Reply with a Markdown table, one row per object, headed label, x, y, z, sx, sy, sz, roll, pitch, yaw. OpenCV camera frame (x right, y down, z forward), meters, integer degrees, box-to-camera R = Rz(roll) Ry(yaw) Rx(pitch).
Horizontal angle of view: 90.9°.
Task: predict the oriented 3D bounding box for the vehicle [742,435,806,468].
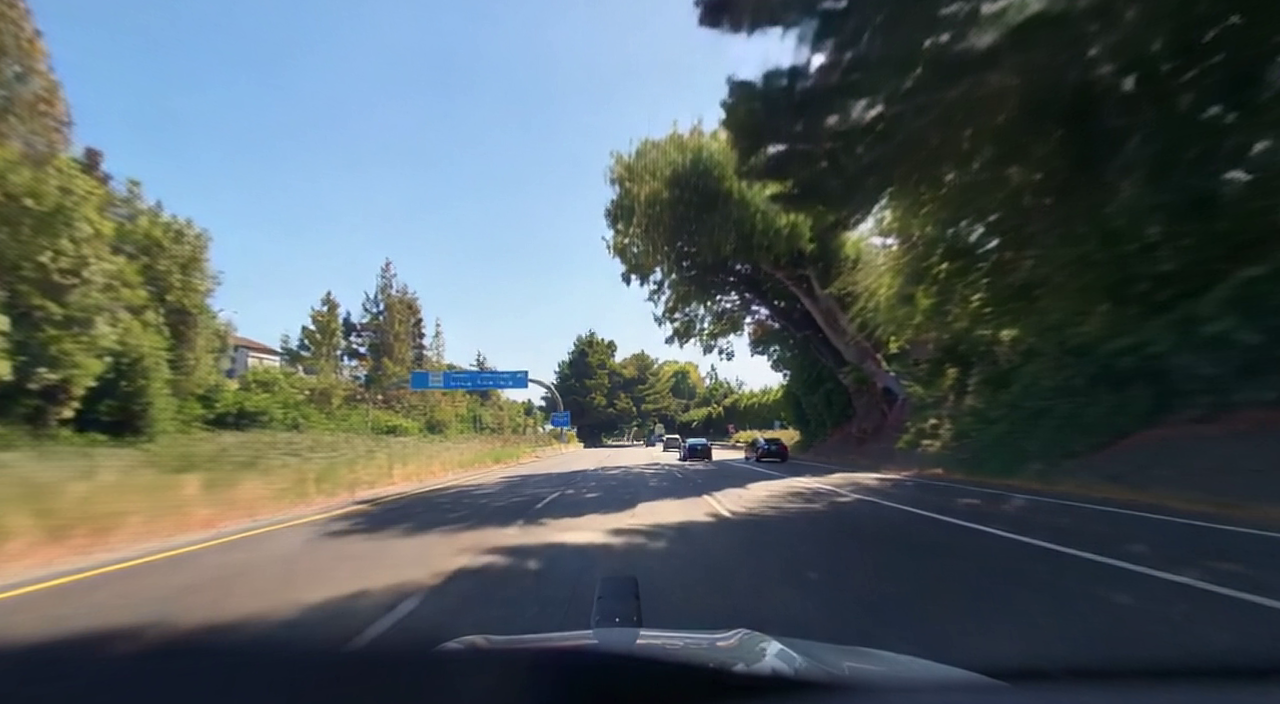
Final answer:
| label | x | y | z | sx | sy | sz | roll | pitch | yaw |
| --- | --- | --- | --- | --- | --- | --- | --- | --- | --- |
| vehicle | 6.613 | 4.920 | 31.624 | 2.003 | 1.522 | 4.940 | 0 | -8 | -2 |

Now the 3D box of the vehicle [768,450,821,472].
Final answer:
| label | x | y | z | sx | sy | sz | roll | pitch | yaw |
| --- | --- | --- | --- | --- | --- | --- | --- | --- | --- |
| vehicle | 6.751 | 4.766 | 27.729 | 1.535 | 0.862 | 2.814 | 0 | -8 | -2 |

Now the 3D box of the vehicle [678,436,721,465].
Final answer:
| label | x | y | z | sx | sy | sz | roll | pitch | yaw |
| --- | --- | --- | --- | --- | --- | --- | --- | --- | --- |
| vehicle | 3.140 | 5.250 | 33.972 | 1.819 | 1.468 | 3.770 | 0 | -8 | -2 |
